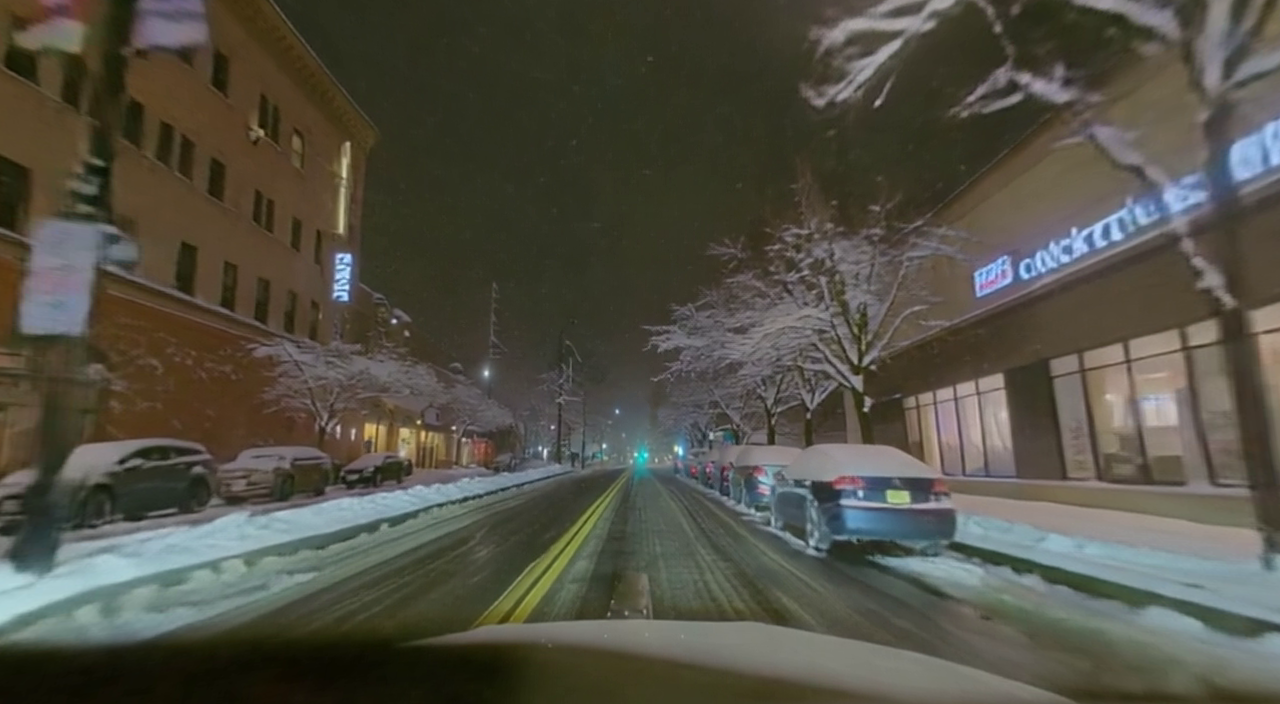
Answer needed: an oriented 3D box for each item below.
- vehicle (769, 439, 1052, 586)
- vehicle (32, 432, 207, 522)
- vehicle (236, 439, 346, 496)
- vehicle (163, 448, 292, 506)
[{"bbox_3d":[3.357,2.062,9.019,2.120,1.560,4.402,0,-9,0],"label":"vehicle"},{"bbox_3d":[-12.445,2.865,14.996,4.447,1.790,2.206,-7,-11,39],"label":"vehicle"},{"bbox_3d":[-12.575,4.080,22.604,4.606,1.809,1.961,-8,-12,42],"label":"vehicle"},{"bbox_3d":[-12.176,3.560,18.500,4.379,1.480,1.956,-8,-12,41],"label":"vehicle"}]
